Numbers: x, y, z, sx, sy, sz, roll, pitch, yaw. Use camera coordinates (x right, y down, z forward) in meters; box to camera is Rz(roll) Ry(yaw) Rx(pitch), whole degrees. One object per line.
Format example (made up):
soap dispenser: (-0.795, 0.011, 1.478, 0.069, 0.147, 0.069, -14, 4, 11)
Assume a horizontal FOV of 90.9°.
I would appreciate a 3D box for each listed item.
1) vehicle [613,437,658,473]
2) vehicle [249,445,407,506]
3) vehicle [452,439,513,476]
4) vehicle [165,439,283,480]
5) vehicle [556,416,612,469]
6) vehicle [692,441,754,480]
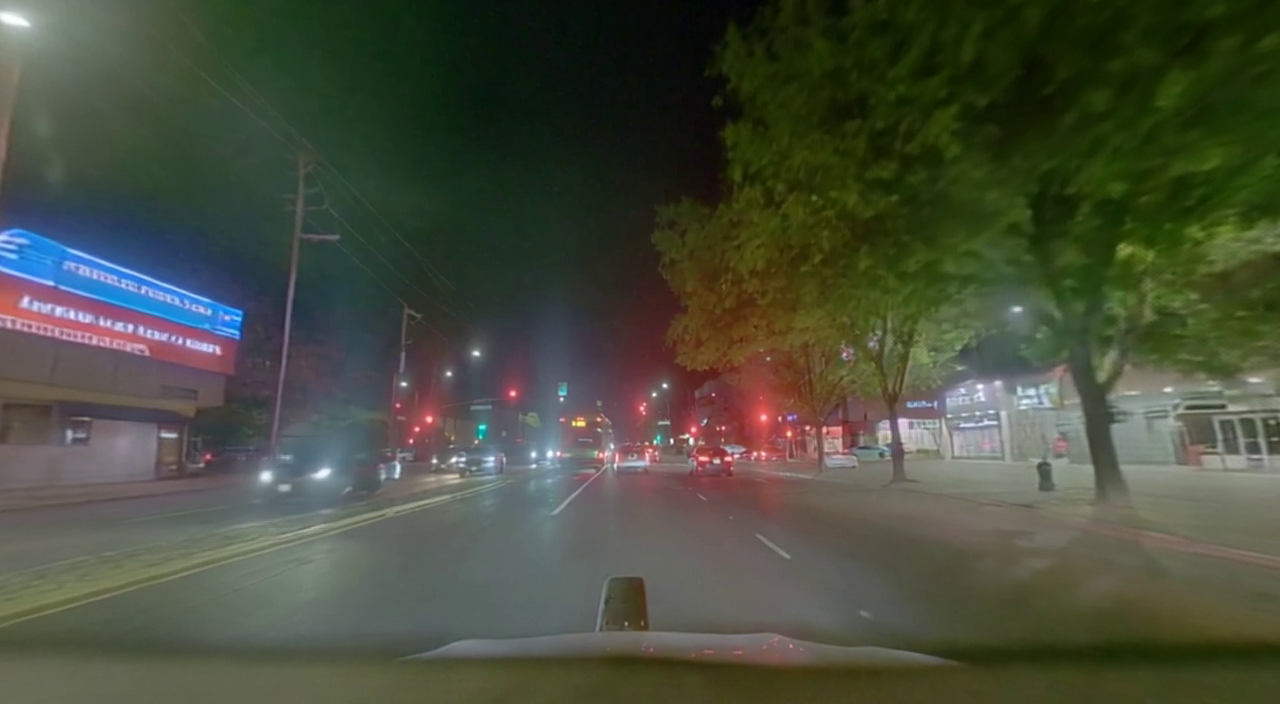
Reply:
vehicle: (-0.289, 5.634, 34.775, 2.301, 1.837, 4.411, 0, -8, -2)
vehicle: (-8.386, 3.321, 17.495, 2.228, 1.476, 4.162, 0, -8, 0)
vehicle: (-8.519, 5.723, 34.547, 2.154, 1.832, 4.820, 0, -8, -1)
vehicle: (-22.276, 5.787, 34.218, 2.306, 1.967, 6.392, 1, -9, -3)
vehicle: (-3.759, 6.564, 45.692, 3.018, 3.217, 13.998, 0, -8, -1)
vehicle: (3.478, 4.666, 27.304, 2.046, 1.540, 3.883, 0, -8, -2)
